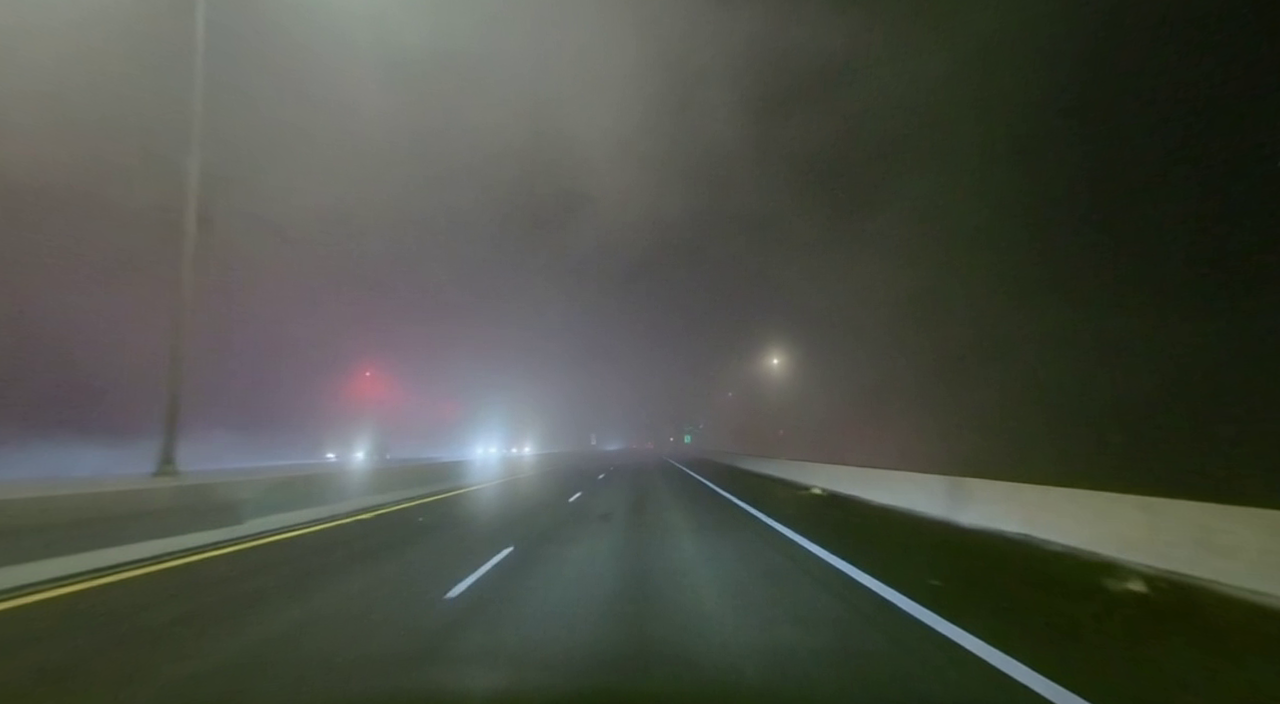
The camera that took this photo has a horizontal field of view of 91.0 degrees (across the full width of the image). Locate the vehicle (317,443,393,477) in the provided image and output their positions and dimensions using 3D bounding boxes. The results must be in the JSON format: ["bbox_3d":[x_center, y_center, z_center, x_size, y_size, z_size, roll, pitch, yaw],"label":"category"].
[{"bbox_3d":[-16.242,6.143,36.160,1.989,1.819,4.938,0,-8,1],"label":"vehicle"}]
